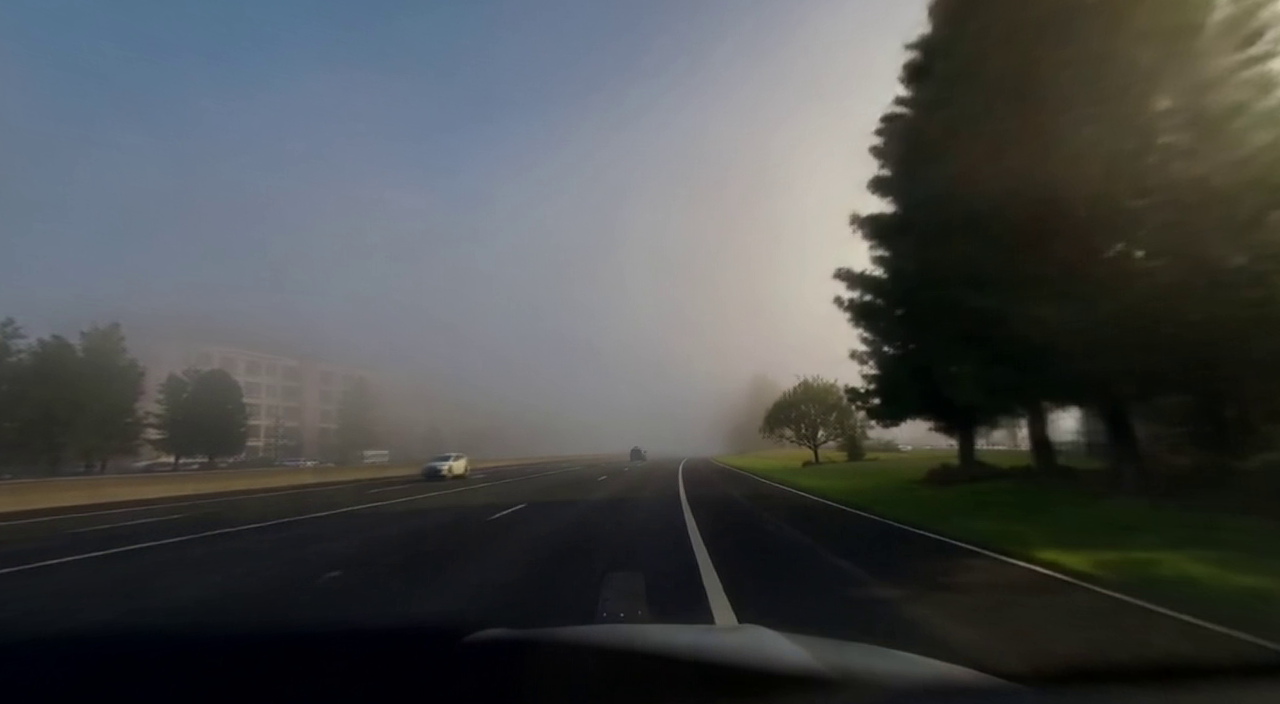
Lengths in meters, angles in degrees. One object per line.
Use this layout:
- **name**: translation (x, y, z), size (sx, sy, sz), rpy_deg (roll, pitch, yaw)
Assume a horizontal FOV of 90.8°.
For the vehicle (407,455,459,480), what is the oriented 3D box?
- **vehicle**: translation (-12.791, 7.160, 39.207), size (1.748, 1.438, 3.656), rpy_deg (-1, -9, 4)
